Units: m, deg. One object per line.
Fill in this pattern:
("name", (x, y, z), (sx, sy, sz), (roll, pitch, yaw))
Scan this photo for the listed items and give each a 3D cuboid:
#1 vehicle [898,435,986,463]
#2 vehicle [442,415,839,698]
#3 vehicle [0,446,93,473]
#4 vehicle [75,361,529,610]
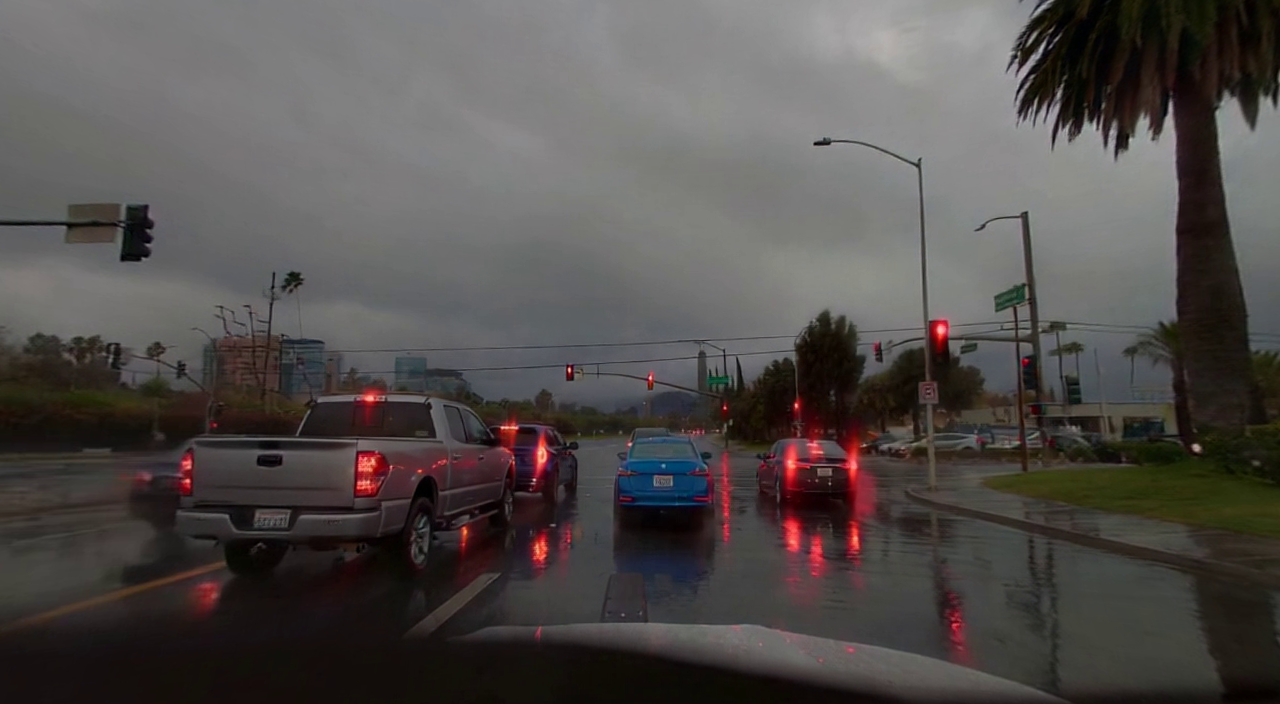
("vehicle", (18.839, 6.080, 39.298), (4.466, 1.717, 1.963), (0, -8, 2))
("vehicle", (0.032, 1.405, 5.512), (2.122, 1.501, 4.152), (0, -8, 1))
("vehicle", (-37.097, 6.633, 38.869), (4.576, 1.617, 1.937), (0, -8, 2))
("vehicle", (-3.227, 1.474, 7.907), (2.330, 1.969, 5.626), (-1, -8, 3))
